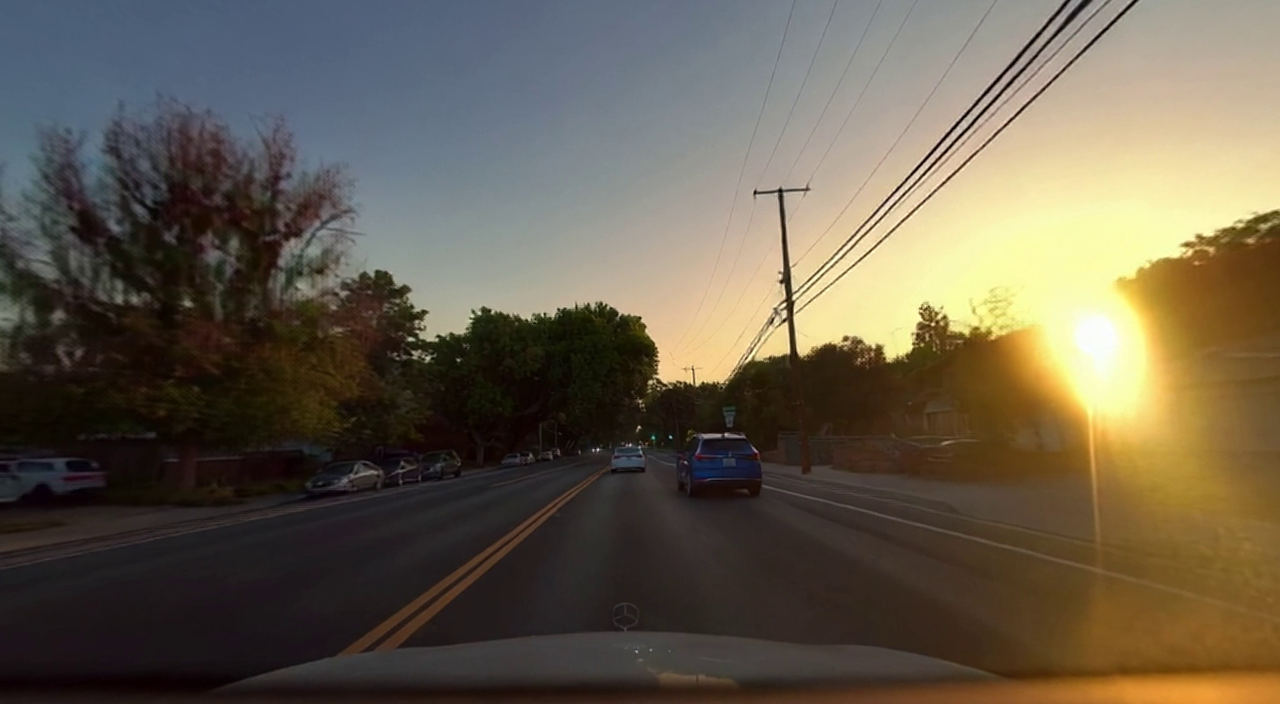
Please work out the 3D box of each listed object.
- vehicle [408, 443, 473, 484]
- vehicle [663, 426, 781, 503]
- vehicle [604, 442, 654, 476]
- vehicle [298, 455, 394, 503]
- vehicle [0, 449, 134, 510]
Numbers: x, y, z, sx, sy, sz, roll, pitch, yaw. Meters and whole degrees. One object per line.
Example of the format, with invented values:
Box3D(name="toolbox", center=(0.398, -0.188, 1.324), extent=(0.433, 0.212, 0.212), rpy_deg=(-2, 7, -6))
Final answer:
Box3D(name="vehicle", center=(-12.296, 6.864, 39.336), extent=(2.504, 2.031, 5.237), rpy_deg=(-7, -8, -4))
Box3D(name="vehicle", center=(1.992, 2.939, 16.950), extent=(2.200, 1.763, 4.676), rpy_deg=(1, -8, -4))
Box3D(name="vehicle", center=(-0.526, 5.028, 29.958), extent=(2.196, 1.449, 4.006), rpy_deg=(0, -8, -1))
Box3D(name="vehicle", center=(-12.328, 5.296, 26.869), extent=(2.044, 1.534, 4.554), rpy_deg=(-5, -8, -2))
Box3D(name="vehicle", center=(-20.791, 4.382, 21.836), extent=(4.800, 1.840, 2.045), rpy_deg=(-1, -6, -1))
